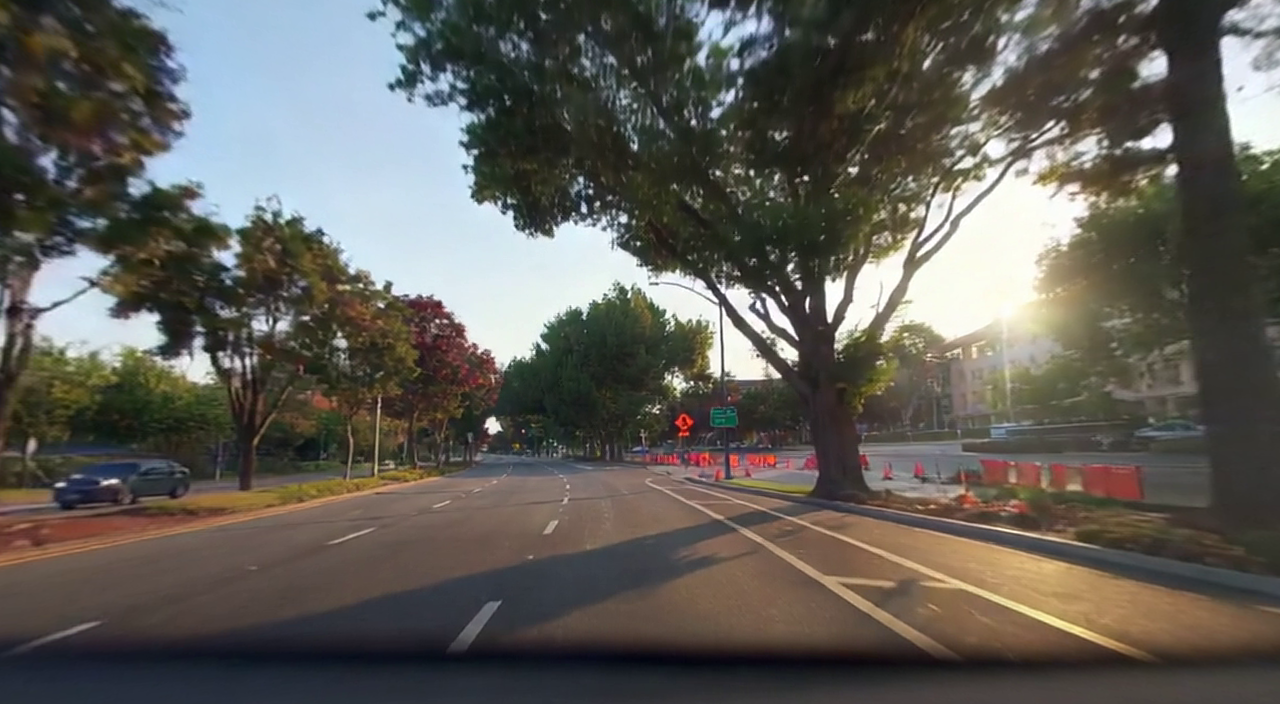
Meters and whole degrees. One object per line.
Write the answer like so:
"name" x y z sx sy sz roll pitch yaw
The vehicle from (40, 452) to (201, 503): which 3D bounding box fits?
"vehicle" -20.198 4.850 24.967 2.045 1.797 5.228 1 -9 -3
